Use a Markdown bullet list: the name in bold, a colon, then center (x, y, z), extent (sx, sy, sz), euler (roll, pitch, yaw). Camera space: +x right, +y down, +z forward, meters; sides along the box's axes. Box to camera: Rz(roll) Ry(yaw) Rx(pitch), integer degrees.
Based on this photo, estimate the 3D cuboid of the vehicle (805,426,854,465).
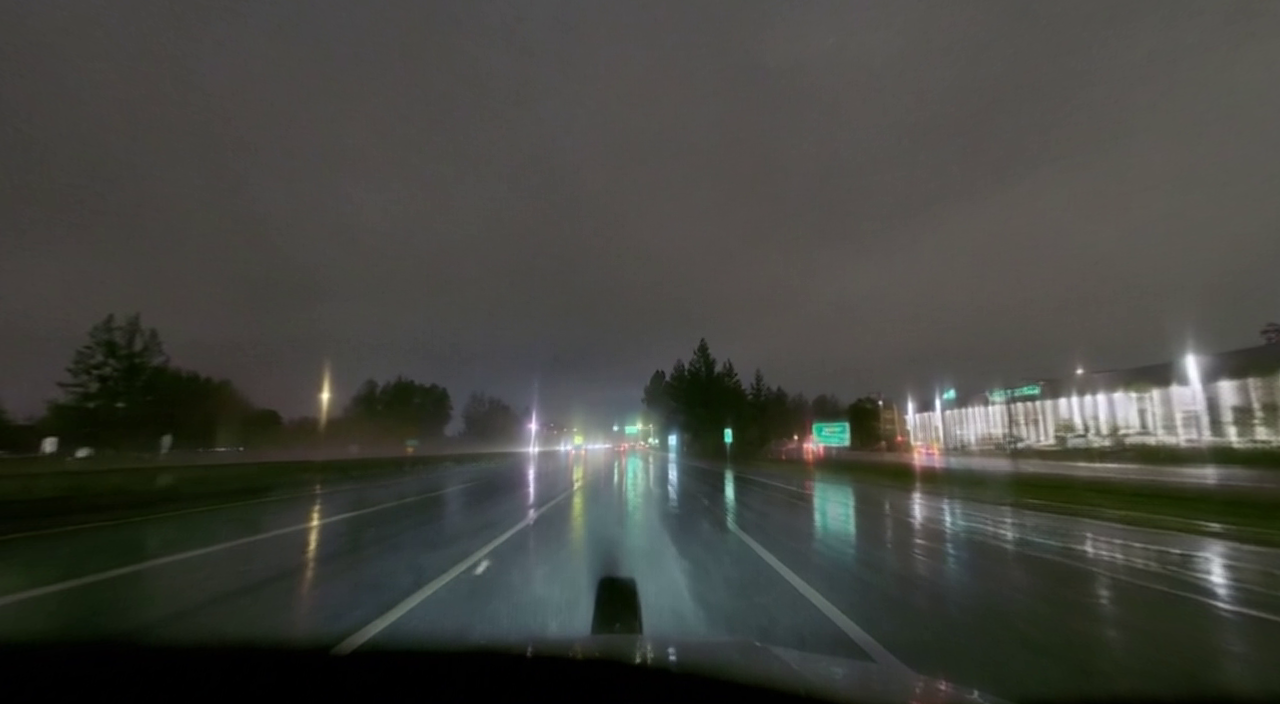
- **vehicle**: center (14.575, 7.190, 48.631), extent (2.312, 2.875, 2.697), euler (3, -10, -20)
